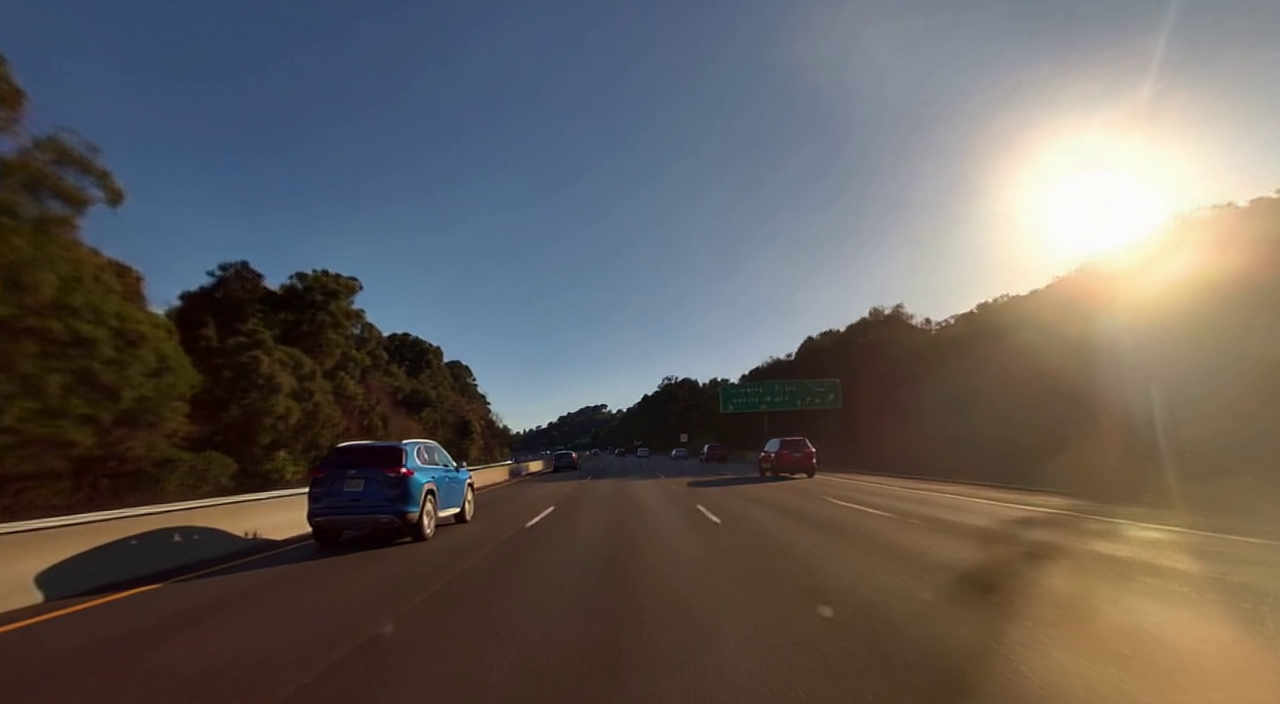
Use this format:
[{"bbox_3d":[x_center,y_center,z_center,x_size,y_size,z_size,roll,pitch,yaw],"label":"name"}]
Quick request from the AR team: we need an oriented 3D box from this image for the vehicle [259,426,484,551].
[{"bbox_3d":[-4.328,2.257,11.092,2.079,1.745,4.281,0,-9,0],"label":"vehicle"}]

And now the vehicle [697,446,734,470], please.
[{"bbox_3d":[5.829,8.225,49.042,2.107,1.732,4.527,0,-9,-3],"label":"vehicle"}]

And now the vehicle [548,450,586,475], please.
[{"bbox_3d":[-4.577,6.994,40.049,2.009,1.488,4.289,0,-9,-2],"label":"vehicle"}]

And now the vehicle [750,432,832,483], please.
[{"bbox_3d":[6.782,4.822,29.032,2.378,2.096,5.119,0,-9,-1],"label":"vehicle"}]
